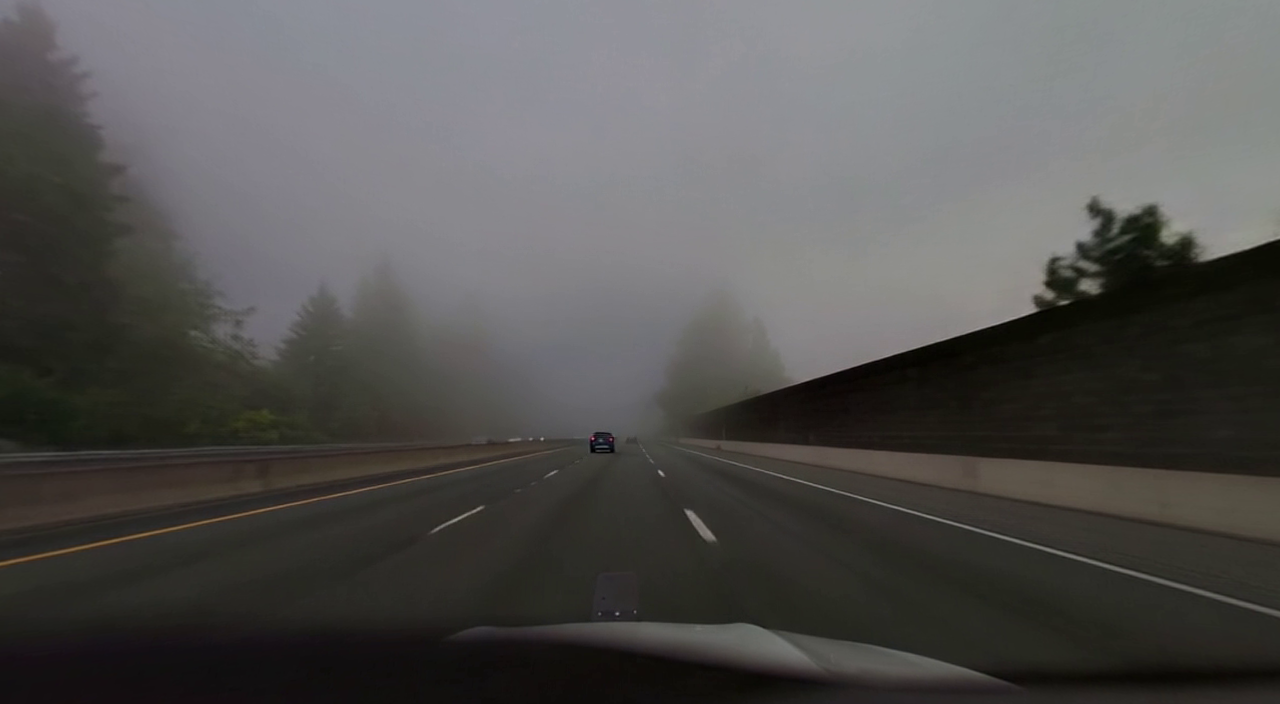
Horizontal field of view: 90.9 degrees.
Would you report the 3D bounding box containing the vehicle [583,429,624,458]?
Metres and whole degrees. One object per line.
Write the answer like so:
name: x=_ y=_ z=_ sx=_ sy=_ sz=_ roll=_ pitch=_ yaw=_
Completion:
vehicle: x=-2.236 y=5.748 z=39.847 sx=2.306 sy=1.730 sz=4.606 roll=0 pitch=-8 yaw=1
